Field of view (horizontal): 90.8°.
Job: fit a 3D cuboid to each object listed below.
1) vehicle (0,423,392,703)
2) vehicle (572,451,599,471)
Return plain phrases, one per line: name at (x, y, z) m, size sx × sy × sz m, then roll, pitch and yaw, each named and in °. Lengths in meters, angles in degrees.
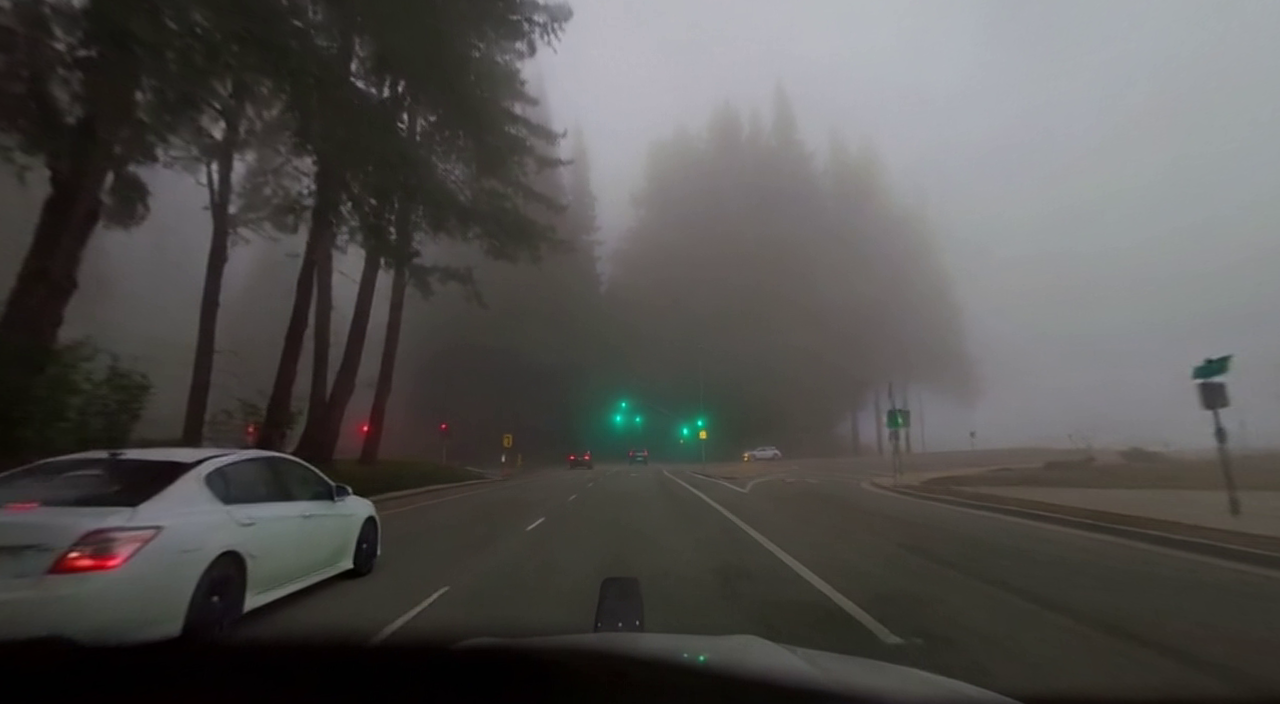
vehicle at (-3.700, 1.326, 4.563) m, size 1.968 × 1.459 × 4.433 m, roll 0°, pitch -9°, yaw 1°
vehicle at (-4.267, 8.559, 49.725) m, size 1.674 × 1.408 × 4.141 m, roll 0°, pitch -9°, yaw 1°
